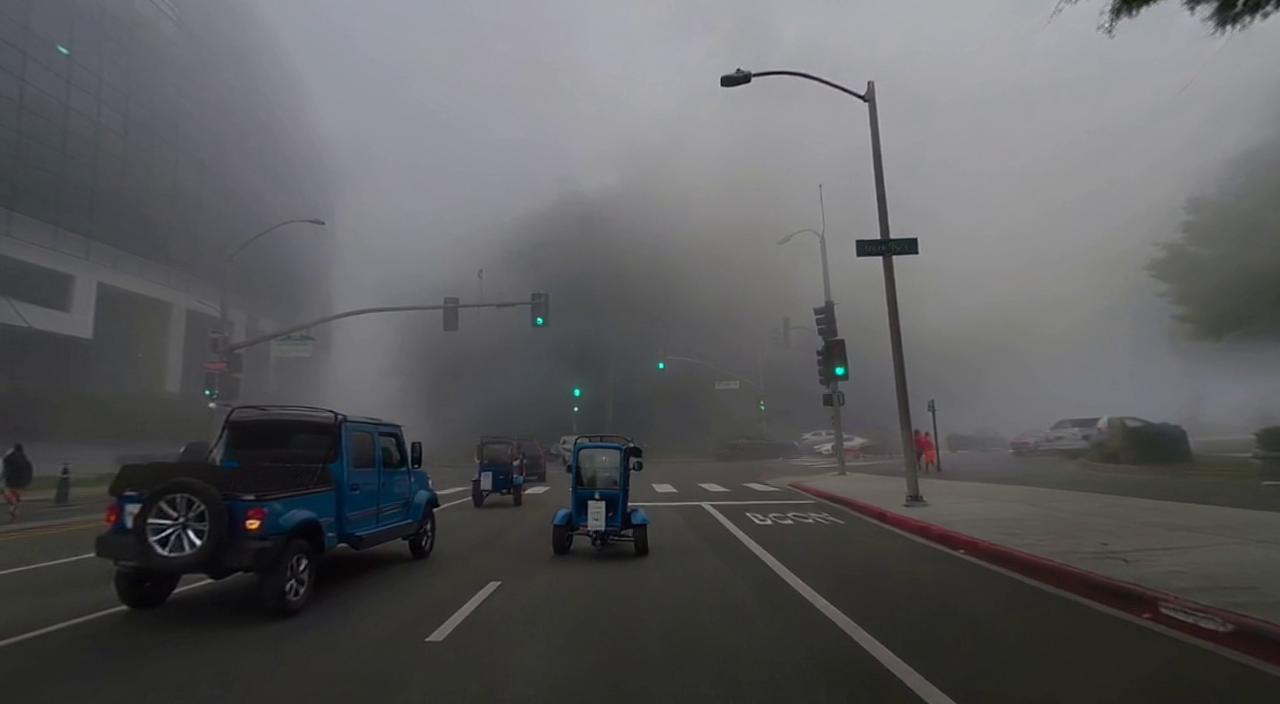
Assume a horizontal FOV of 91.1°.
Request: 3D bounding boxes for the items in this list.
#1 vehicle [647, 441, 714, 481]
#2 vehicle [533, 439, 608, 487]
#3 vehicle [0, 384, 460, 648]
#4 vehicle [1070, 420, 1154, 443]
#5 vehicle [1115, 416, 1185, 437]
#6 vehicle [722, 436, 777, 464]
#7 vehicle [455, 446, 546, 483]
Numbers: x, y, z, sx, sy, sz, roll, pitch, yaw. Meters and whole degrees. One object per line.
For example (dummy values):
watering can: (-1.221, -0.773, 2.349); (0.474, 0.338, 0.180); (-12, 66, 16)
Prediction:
vehicle: (1.735, 4.398, 25.701); (2.025, 1.458, 4.085); (-2, -9, 14)
vehicle: (-2.513, 4.152, 23.780); (1.935, 1.615, 4.073); (-1, -8, 7)
vehicle: (-3.581, 1.457, 6.611); (2.000, 1.809, 4.405); (0, -8, 1)
vehicle: (30.641, 5.192, 40.811); (1.751, 1.420, 4.027); (8, -12, -42)
vehicle: (36.764, 5.409, 45.317); (1.625, 1.449, 3.557); (6, -11, -38)
vehicle: (6.944, 6.143, 39.572); (2.082, 1.671, 3.992); (-5, -10, 30)
vehicle: (-6.116, 4.998, 28.262); (2.018, 1.491, 4.795); (-2, -9, 14)
